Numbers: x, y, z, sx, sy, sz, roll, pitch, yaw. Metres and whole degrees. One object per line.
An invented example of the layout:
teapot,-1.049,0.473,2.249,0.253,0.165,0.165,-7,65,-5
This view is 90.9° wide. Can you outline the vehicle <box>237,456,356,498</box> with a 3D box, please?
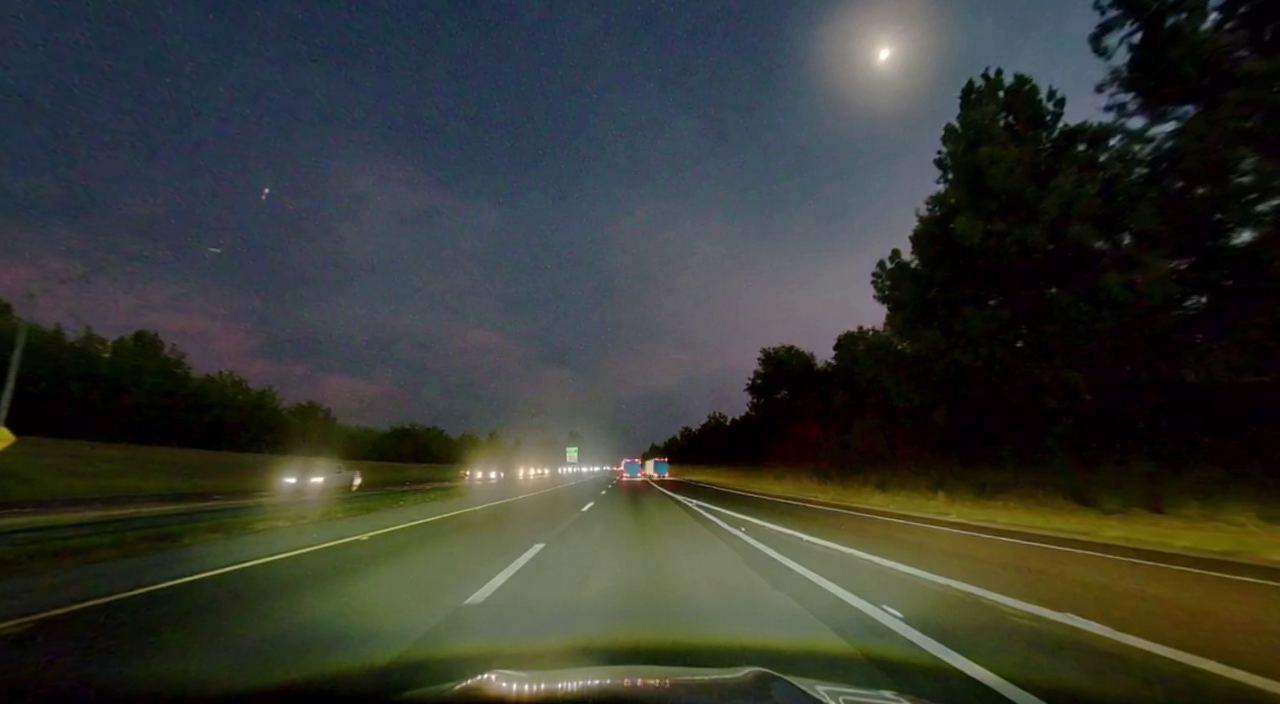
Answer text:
vehicle,-12.944,4.770,24.131,1.993,1.406,4.473,1,-10,0
